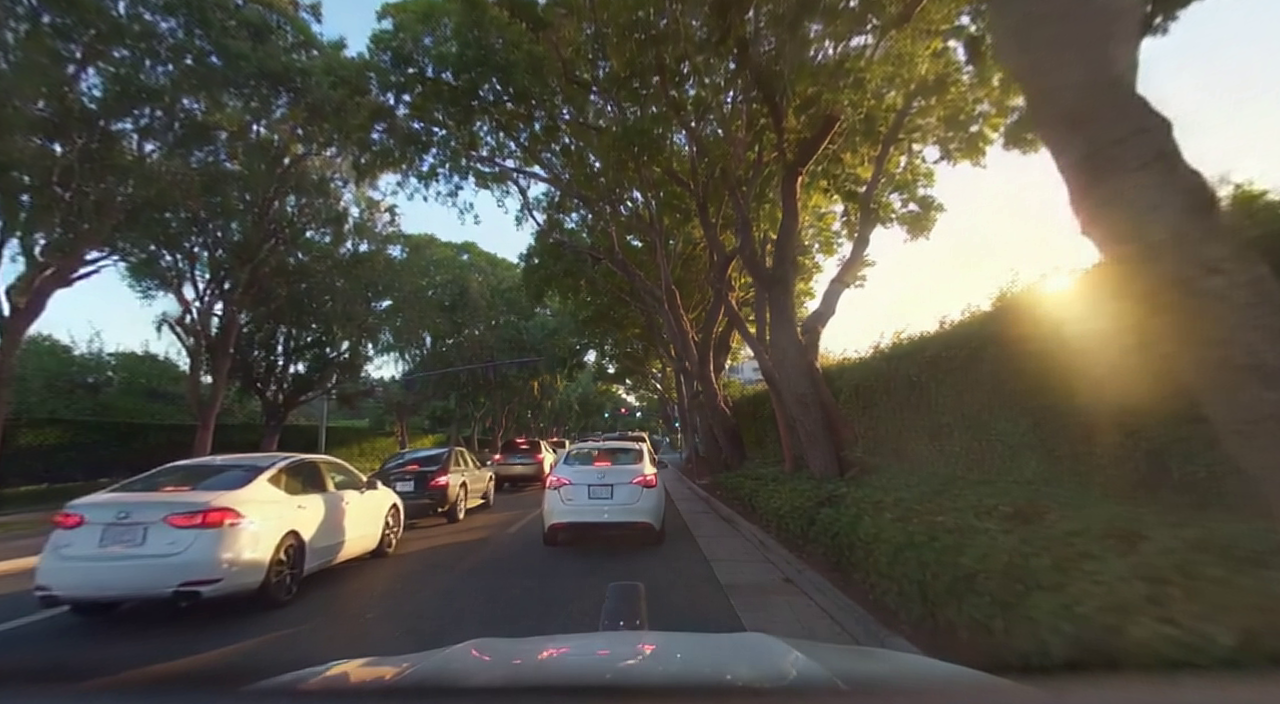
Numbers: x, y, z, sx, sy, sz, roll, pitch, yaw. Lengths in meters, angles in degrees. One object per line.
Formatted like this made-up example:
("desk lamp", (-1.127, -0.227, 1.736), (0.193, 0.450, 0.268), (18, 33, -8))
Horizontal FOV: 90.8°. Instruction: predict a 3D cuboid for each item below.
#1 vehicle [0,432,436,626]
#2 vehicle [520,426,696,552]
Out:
("vehicle", (-3.816, 1.610, 6.786), (1.784, 1.408, 4.141), (0, -8, 1))
("vehicle", (-0.416, 1.965, 9.757), (2.127, 1.517, 4.090), (0, -8, -1))
